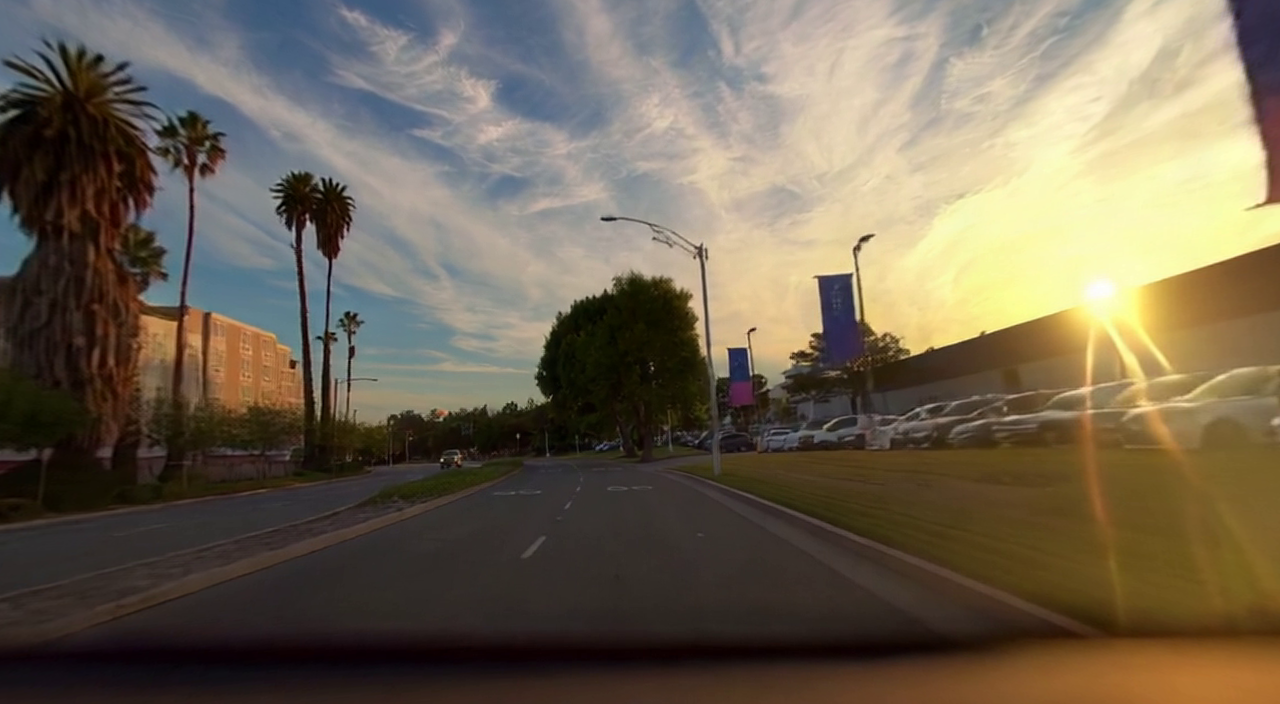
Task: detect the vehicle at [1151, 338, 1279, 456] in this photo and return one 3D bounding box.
[{"bbox_3d":[11.138,0.548,9.922,3.942,1.660,2.263,-7,-8,2],"label":"vehicle"}]
